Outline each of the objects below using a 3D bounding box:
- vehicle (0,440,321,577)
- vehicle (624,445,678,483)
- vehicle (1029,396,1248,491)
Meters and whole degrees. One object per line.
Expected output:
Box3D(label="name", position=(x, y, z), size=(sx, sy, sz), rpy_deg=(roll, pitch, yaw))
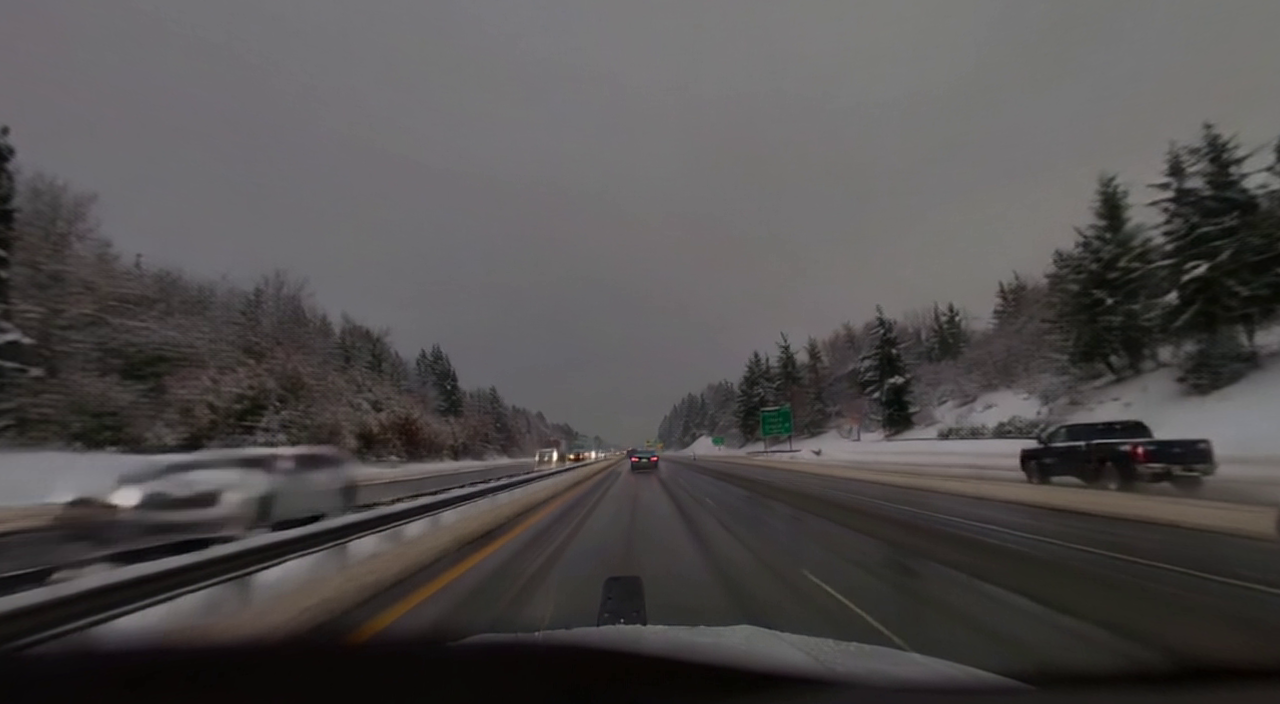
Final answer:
Box3D(label="vehicle", position=(-7.020, 2.231, 9.766), size=(1.962, 1.631, 4.070), rpy_deg=(0, -9, 0))
Box3D(label="vehicle", position=(0.457, 4.920, 27.957), size=(2.177, 1.520, 4.278), rpy_deg=(0, -9, 0))
Box3D(label="vehicle", position=(14.505, 2.768, 18.932), size=(2.115, 2.446, 5.323), rpy_deg=(0, -9, 0))
